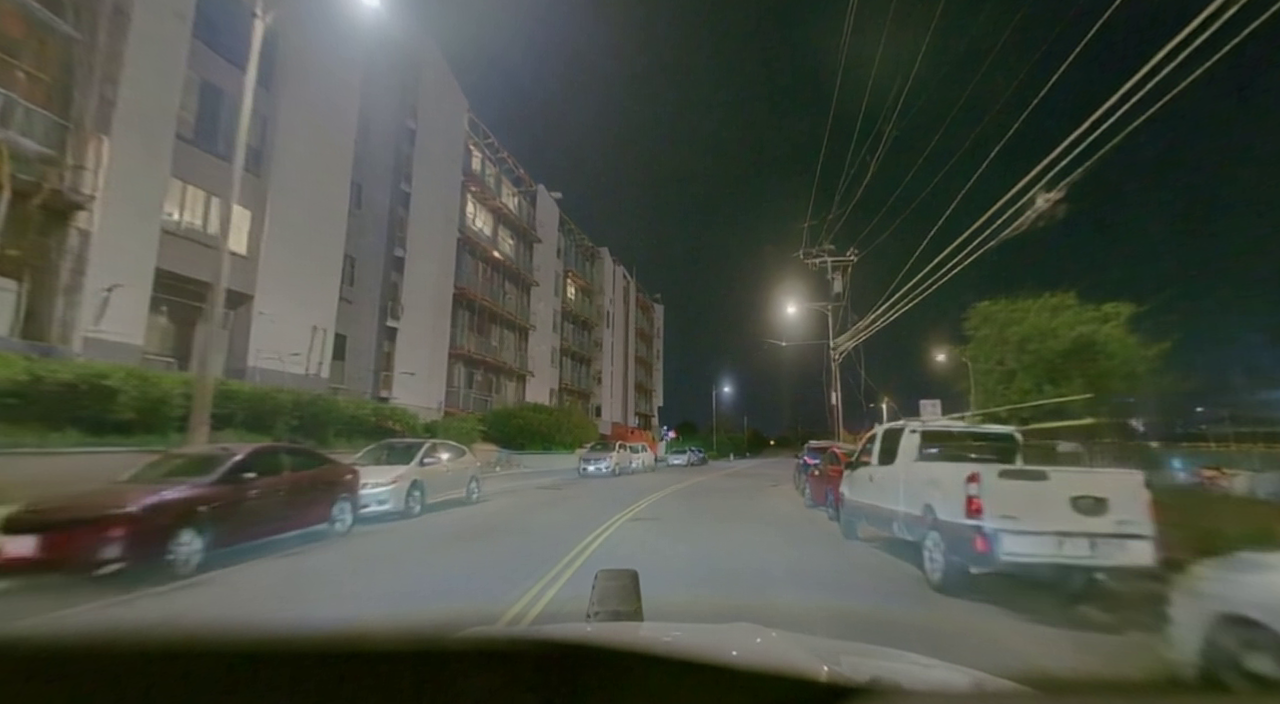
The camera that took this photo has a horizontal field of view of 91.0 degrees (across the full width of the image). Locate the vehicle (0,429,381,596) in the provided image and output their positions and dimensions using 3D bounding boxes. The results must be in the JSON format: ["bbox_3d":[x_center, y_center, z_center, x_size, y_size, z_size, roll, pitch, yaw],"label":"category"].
[{"bbox_3d":[-5.676,1.866,8.399,2.020,1.519,4.944,0,-9,4],"label":"vehicle"}]

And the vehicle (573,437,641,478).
[{"bbox_3d":[-1.532,5.238,31.418,1.953,1.871,4.712,-2,-9,16],"label":"vehicle"}]

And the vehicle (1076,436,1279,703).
[{"bbox_3d":[4.004,1.021,1.857,1.976,1.560,5.158,0,-9,3],"label":"vehicle"}]

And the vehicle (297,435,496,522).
[{"bbox_3d":[-5.103,2.711,14.121,1.966,1.568,4.705,-1,-9,10],"label":"vehicle"}]

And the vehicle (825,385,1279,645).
[{"bbox_3d":[4.101,1.695,7.800,2.184,2.035,5.422,0,-9,3],"label":"vehicle"}]
